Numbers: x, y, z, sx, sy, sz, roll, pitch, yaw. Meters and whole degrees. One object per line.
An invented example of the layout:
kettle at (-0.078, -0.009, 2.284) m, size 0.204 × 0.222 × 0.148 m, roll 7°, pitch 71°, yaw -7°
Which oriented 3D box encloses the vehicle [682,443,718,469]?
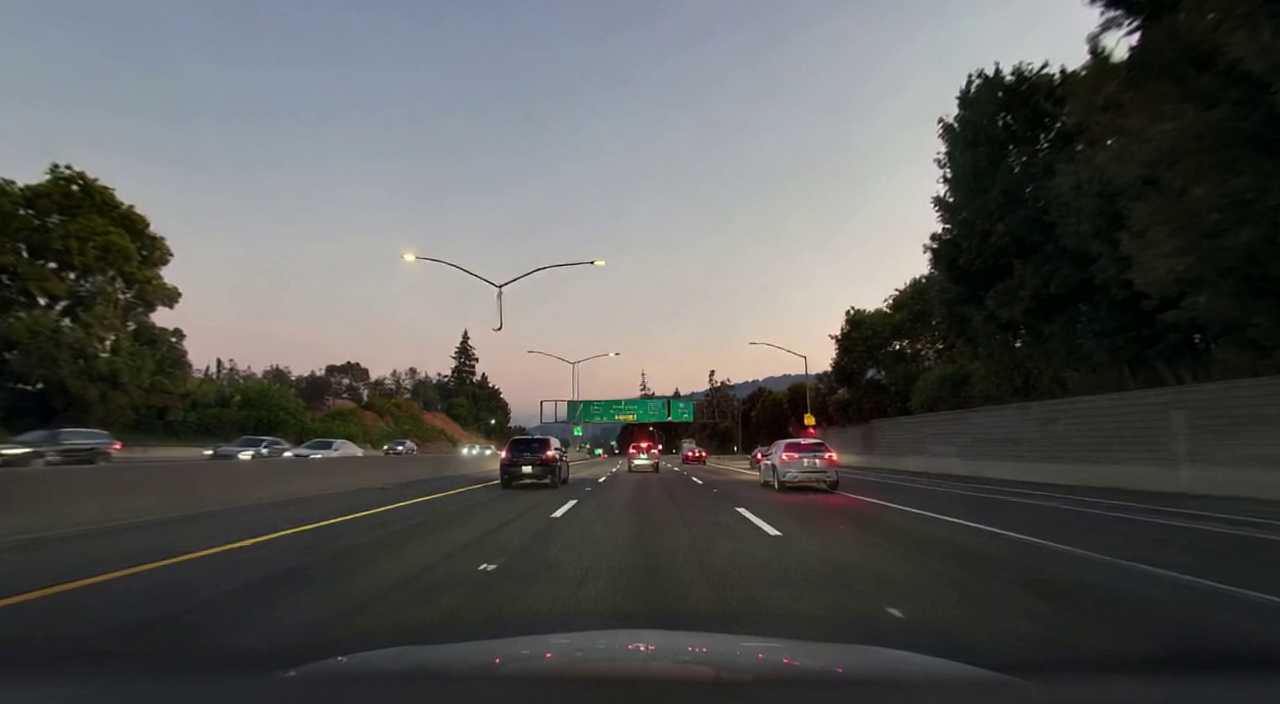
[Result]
vehicle at (4.177, 7.321, 44.555) m, size 2.022 × 1.682 × 4.226 m, roll 1°, pitch -9°, yaw -1°

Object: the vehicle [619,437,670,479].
vehicle at (0.189, 4.836, 28.900) m, size 2.181 × 1.728 × 3.970 m, roll 0°, pitch -9°, yaw 0°

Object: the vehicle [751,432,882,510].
vehicle at (4.277, 2.963, 16.197) m, size 2.041 × 1.669 × 4.712 m, roll 0°, pitch -9°, yaw 1°

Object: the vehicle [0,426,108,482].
vehicle at (-22.030, 3.644, 22.562) m, size 1.993 × 1.812 × 4.418 m, roll 0°, pitch -9°, yaw 0°

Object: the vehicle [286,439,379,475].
vehicle at (-13.937, 4.784, 28.893) m, size 1.947 × 1.508 × 4.478 m, roll 0°, pitch -9°, yaw 1°

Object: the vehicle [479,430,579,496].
vehicle at (-3.284, 3.421, 19.745) m, size 2.199 × 1.777 × 4.790 m, roll 0°, pitch -9°, yaw 1°

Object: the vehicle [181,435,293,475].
vehicle at (-18.000, 4.620, 28.412) m, size 2.050 × 1.656 × 4.475 m, roll 0°, pitch -9°, yaw 0°
